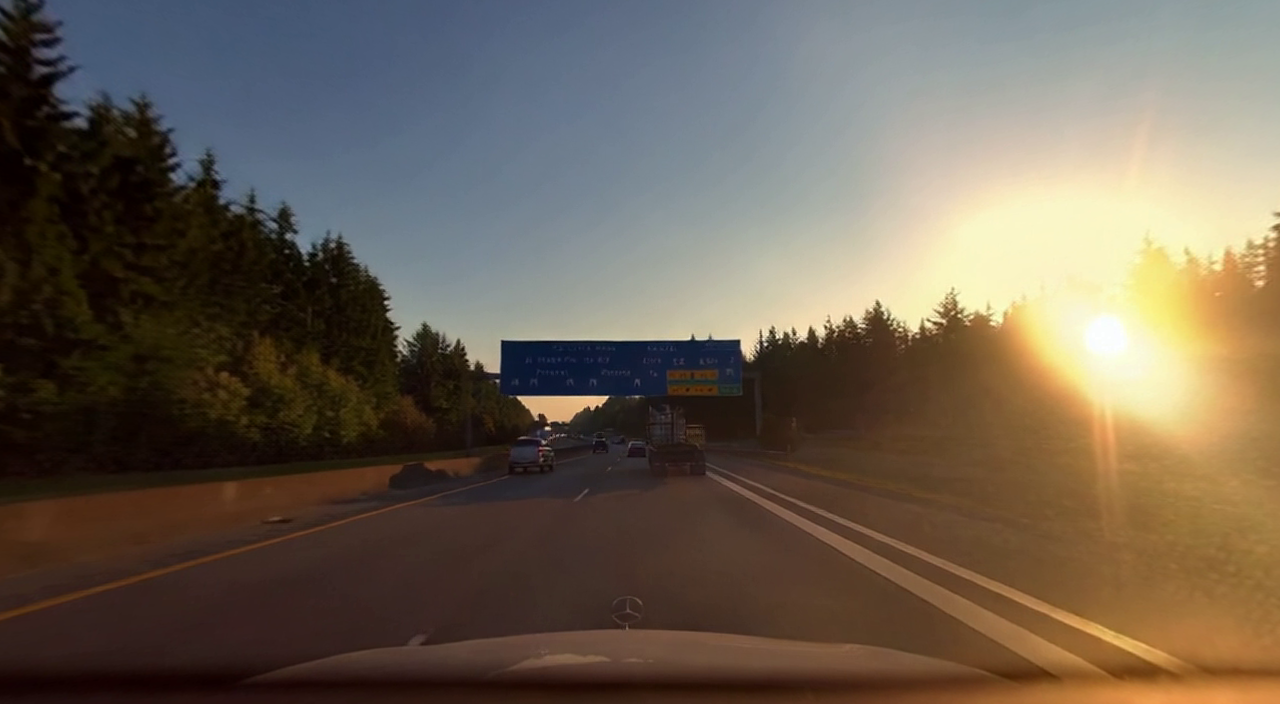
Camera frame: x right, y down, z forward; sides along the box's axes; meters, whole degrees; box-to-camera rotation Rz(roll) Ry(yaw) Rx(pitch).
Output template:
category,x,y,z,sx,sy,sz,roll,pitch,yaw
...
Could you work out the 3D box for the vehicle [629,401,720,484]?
category,x,y,z,sx,sy,sz,roll,pitch,yaw
vehicle,0.973,3.149,21.874,2.677,2.439,6.402,0,-8,-1
